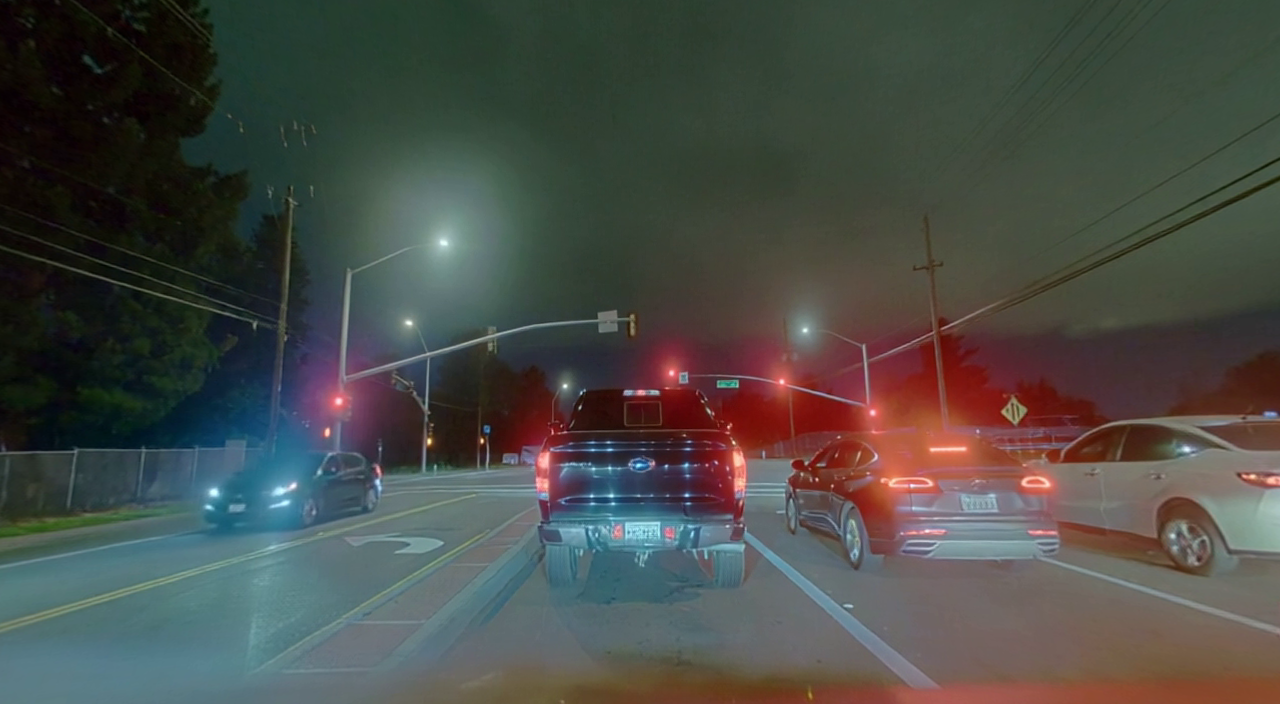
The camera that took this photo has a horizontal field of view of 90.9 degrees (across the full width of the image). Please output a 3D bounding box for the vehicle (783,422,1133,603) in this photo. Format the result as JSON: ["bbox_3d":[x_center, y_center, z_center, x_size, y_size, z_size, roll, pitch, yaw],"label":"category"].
[{"bbox_3d":[3.116,1.643,7.354,1.993,1.495,4.060,0,-8,1],"label":"vehicle"}]

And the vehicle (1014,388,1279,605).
[{"bbox_3d":[6.154,1.366,6.449,1.982,1.727,4.352,0,-8,1],"label":"vehicle"}]

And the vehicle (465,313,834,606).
[{"bbox_3d":[0.110,1.267,8.042,2.831,2.284,6.149,0,-8,1],"label":"vehicle"}]

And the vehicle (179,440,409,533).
[{"bbox_3d":[-7.282,2.835,14.024,2.369,1.690,4.529,0,-8,3],"label":"vehicle"}]
